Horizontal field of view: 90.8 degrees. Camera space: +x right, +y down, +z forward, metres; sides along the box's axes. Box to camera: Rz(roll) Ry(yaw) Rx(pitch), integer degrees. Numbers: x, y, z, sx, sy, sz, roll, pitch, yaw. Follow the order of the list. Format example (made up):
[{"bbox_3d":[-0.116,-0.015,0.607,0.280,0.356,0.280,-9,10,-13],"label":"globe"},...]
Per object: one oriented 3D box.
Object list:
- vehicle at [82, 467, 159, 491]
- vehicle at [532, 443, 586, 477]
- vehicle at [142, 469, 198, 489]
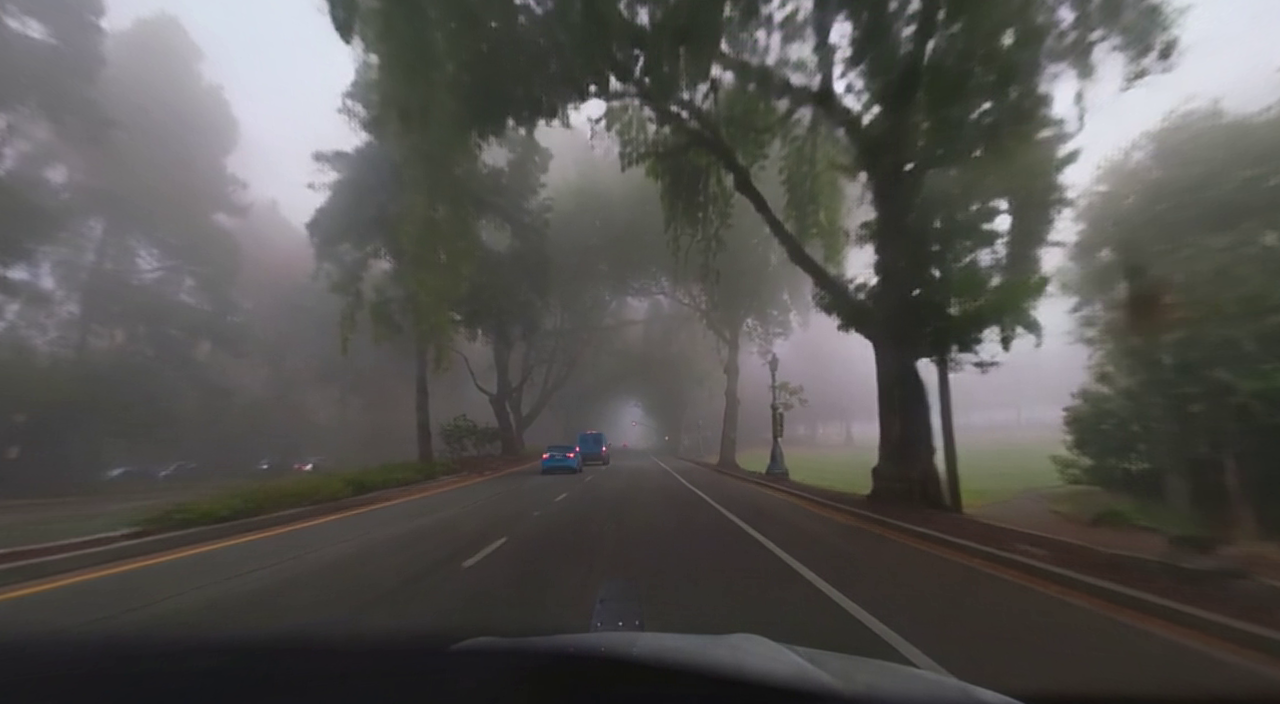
[{"bbox_3d":[-35.935,8.770,43.858,1.637,1.397,4.547,1,-9,-3],"label":"vehicle"},{"bbox_3d":[-3.722,5.038,29.794,2.009,1.473,4.028,0,-9,0],"label":"vehicle"},{"bbox_3d":[-36.646,9.867,49.384,1.567,1.379,3.614,3,-10,-1],"label":"vehicle"}]
